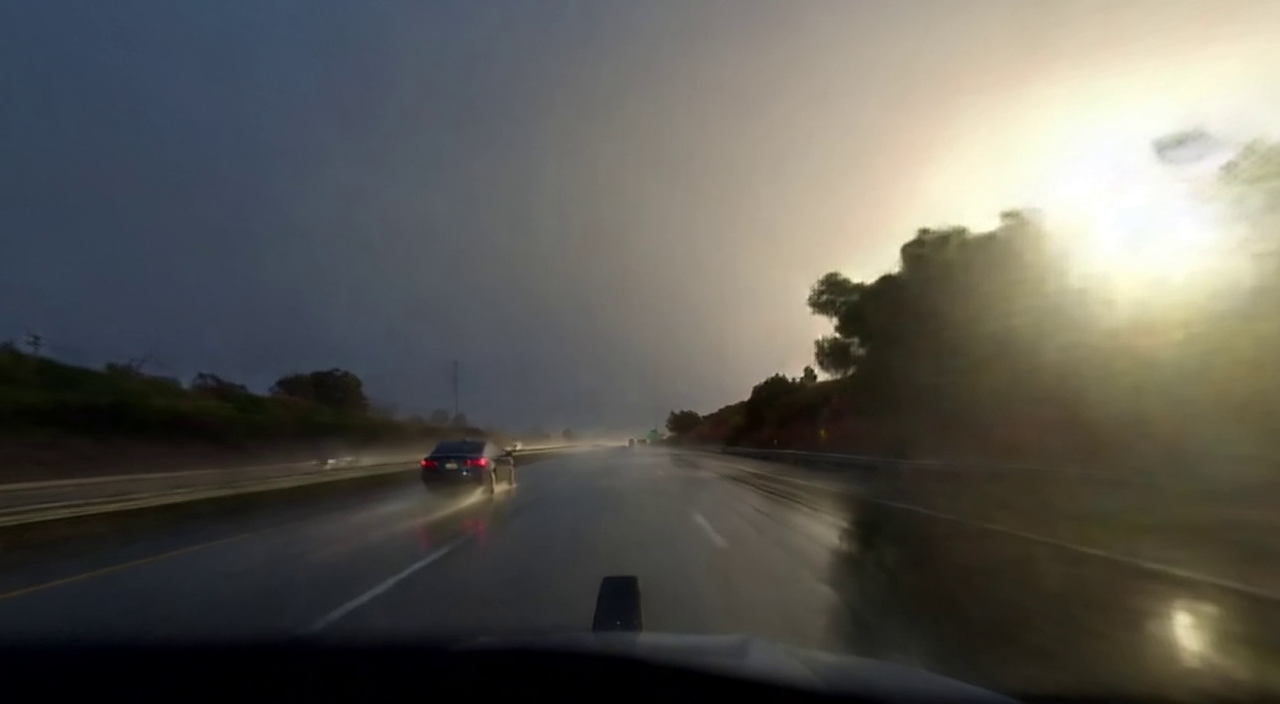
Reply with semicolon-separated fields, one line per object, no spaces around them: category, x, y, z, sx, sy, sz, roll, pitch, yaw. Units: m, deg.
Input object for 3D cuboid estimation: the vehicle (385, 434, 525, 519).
vehicle;-4.140;2.831;14.945;2.063;1.661;4.439;1;-8;-2
